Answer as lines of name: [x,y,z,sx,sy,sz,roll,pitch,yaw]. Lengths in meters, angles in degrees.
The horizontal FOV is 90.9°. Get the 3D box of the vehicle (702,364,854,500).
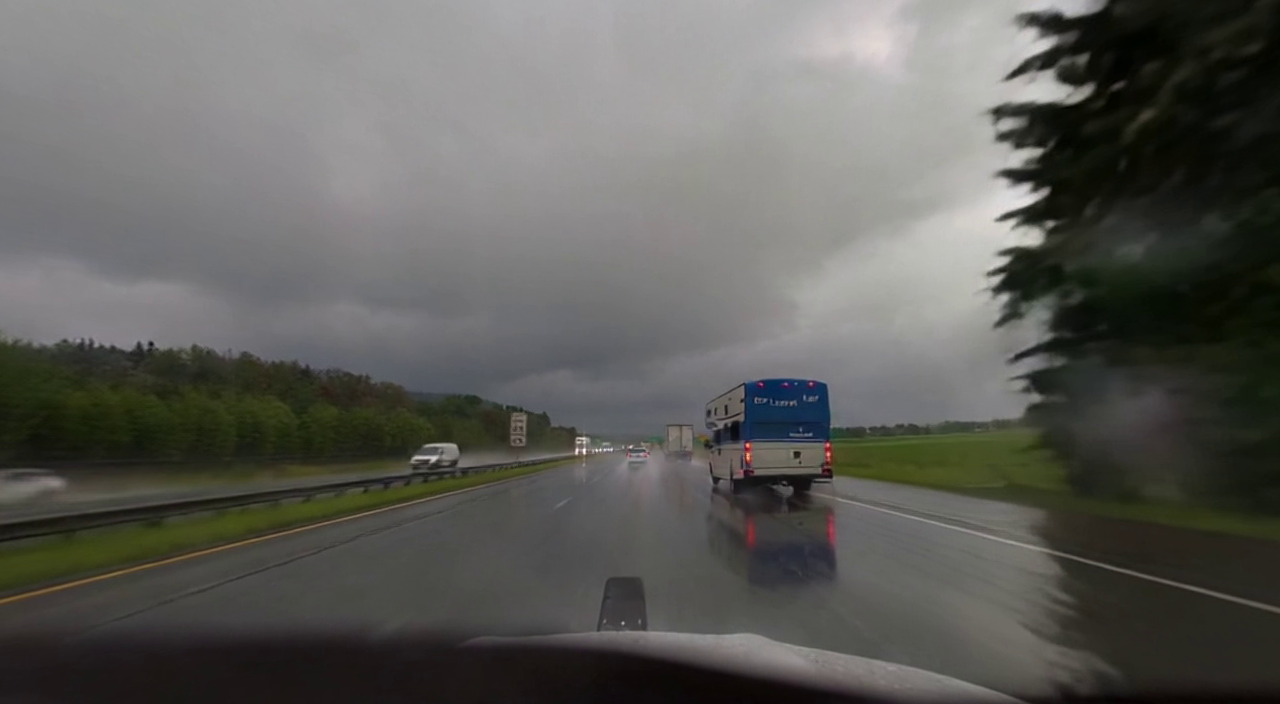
vehicle: [4.006,2.731,20.777,2.931,3.530,8.760,0,-9,0]

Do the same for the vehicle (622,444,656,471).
vehicle: [-0.037,7.045,42.255,2.151,1.678,3.923,0,-9,1]
